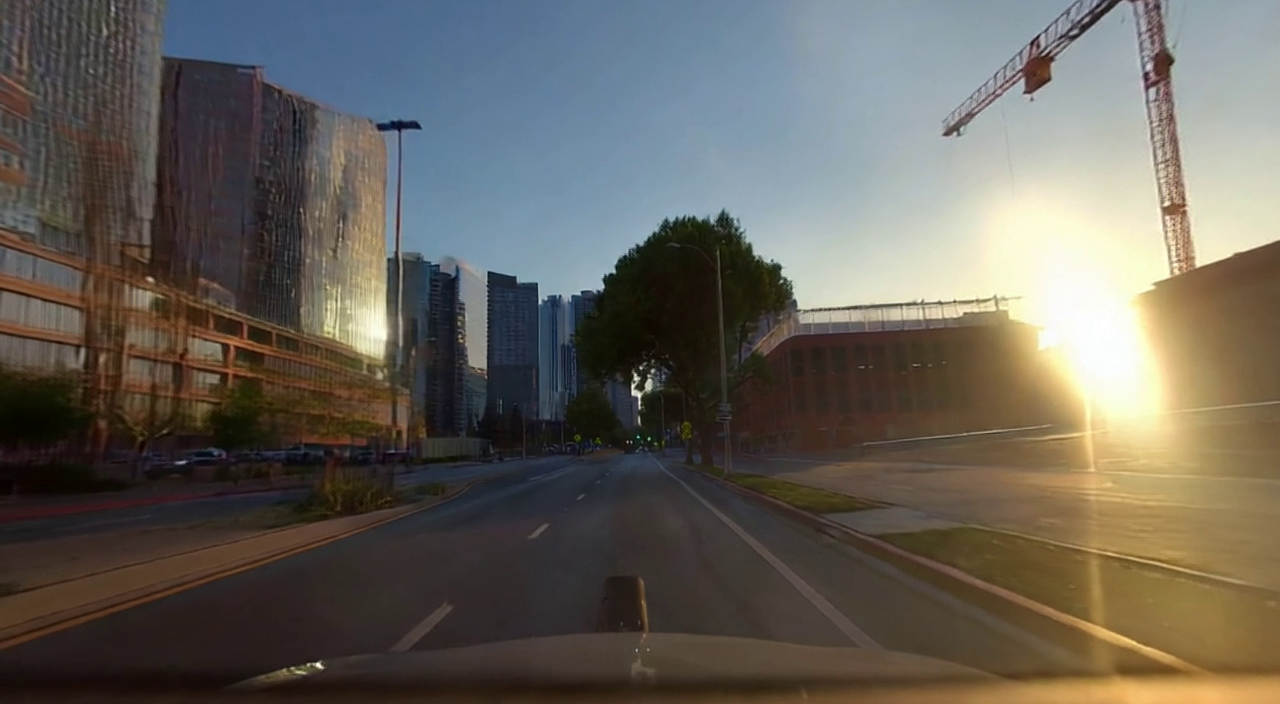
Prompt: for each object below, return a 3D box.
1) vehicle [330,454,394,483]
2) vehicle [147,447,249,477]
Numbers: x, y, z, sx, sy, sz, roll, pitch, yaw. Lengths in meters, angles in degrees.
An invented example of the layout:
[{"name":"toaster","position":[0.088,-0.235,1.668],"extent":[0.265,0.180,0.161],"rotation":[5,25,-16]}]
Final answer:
[{"name":"vehicle","position":[-17.129,7.179,39.022],"extent":[1.921,1.541,4.541],"rotation":[-1,-8,0]},{"name":"vehicle","position":[-25.422,6.328,36.361],"extent":[4.308,1.612,1.989],"rotation":[0,-9,-1]}]
